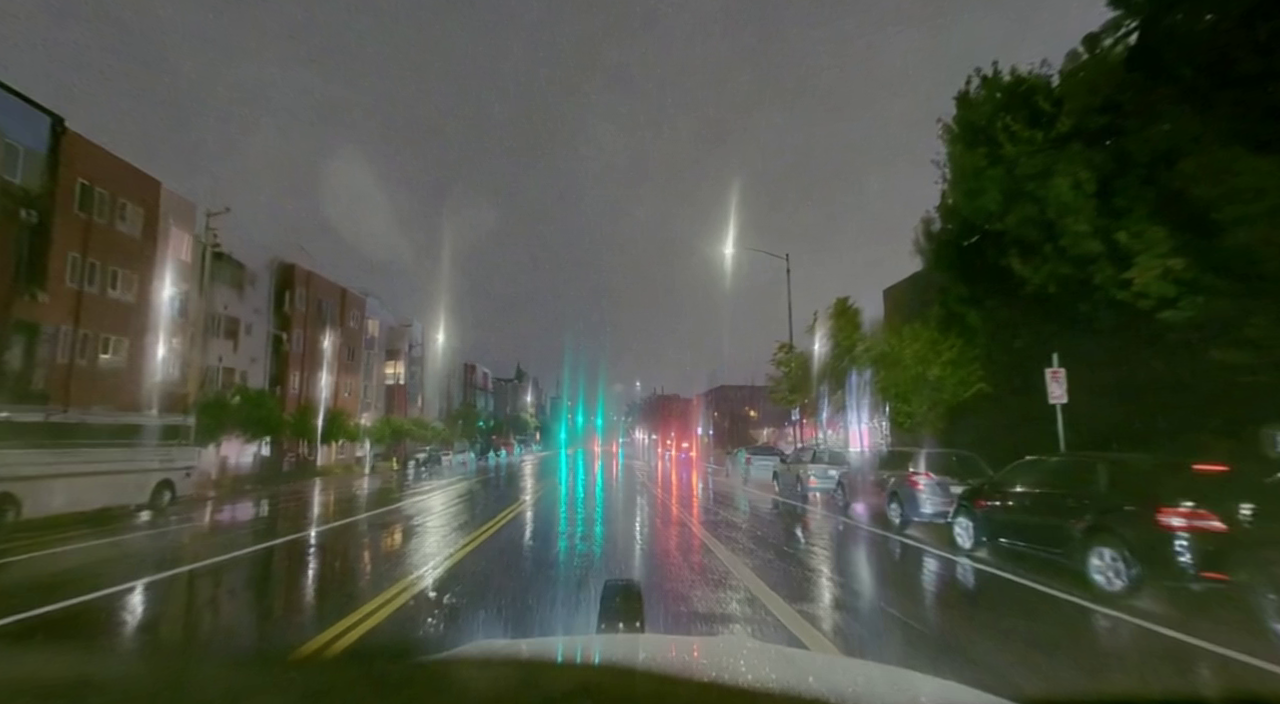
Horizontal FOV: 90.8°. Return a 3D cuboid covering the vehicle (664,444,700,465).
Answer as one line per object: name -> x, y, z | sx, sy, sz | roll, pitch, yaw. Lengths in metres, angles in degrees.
vehicle -> 3.038, 7.500, 46.281 | 2.085, 1.466, 4.276 | 1, -8, -3

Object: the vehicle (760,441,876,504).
vehicle -> 4.665, 3.189, 17.242 | 1.797, 1.486, 4.154 | 0, -8, -2

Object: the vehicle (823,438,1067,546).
vehicle -> 4.999, 2.330, 11.313 | 2.049, 1.507, 4.585 | 0, -8, -1

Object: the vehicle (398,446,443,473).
vehicle -> -14.883, 7.308, 43.096 | 1.908, 1.694, 4.306 | 1, -8, -6

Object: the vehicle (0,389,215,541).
vehicle -> -13.110, 2.239, 12.727 | 2.917, 2.739, 9.335 | 0, -8, -2
